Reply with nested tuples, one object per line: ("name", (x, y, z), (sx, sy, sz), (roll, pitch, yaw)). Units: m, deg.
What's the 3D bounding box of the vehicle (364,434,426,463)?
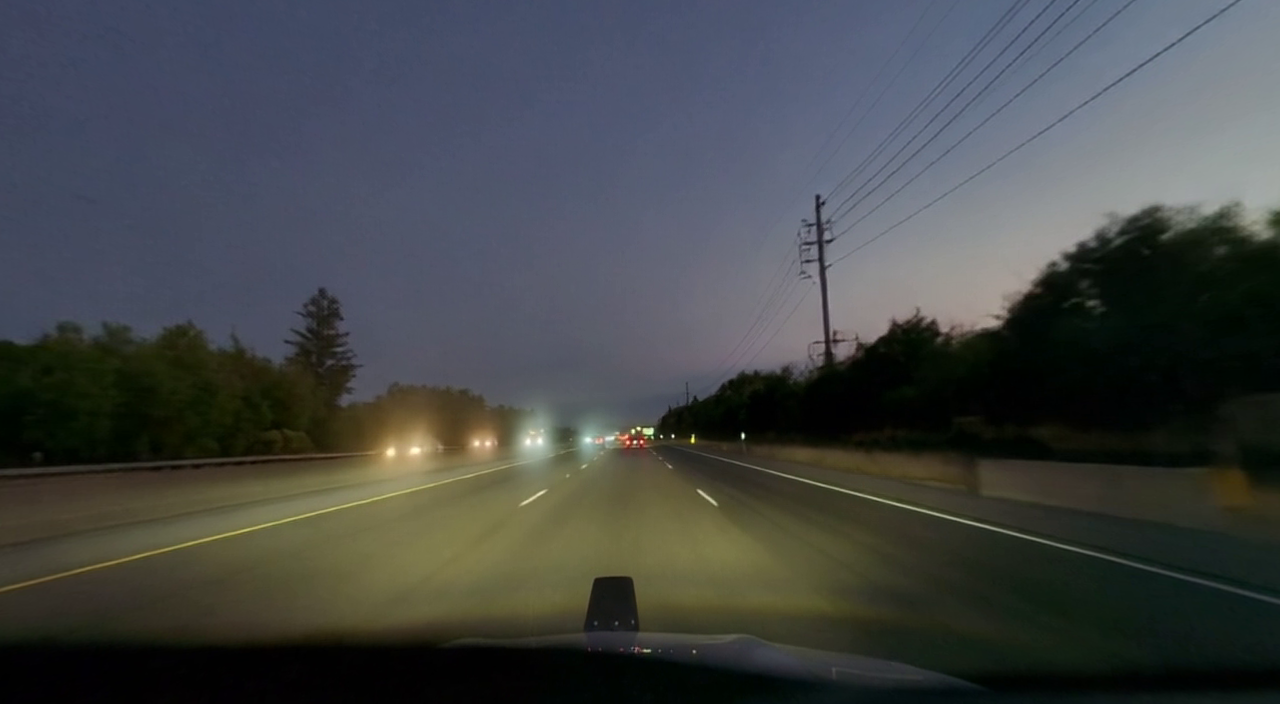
("vehicle", (-13.256, 5.223, 34.365), (1.829, 1.435, 4.127), (0, -8, -2))
